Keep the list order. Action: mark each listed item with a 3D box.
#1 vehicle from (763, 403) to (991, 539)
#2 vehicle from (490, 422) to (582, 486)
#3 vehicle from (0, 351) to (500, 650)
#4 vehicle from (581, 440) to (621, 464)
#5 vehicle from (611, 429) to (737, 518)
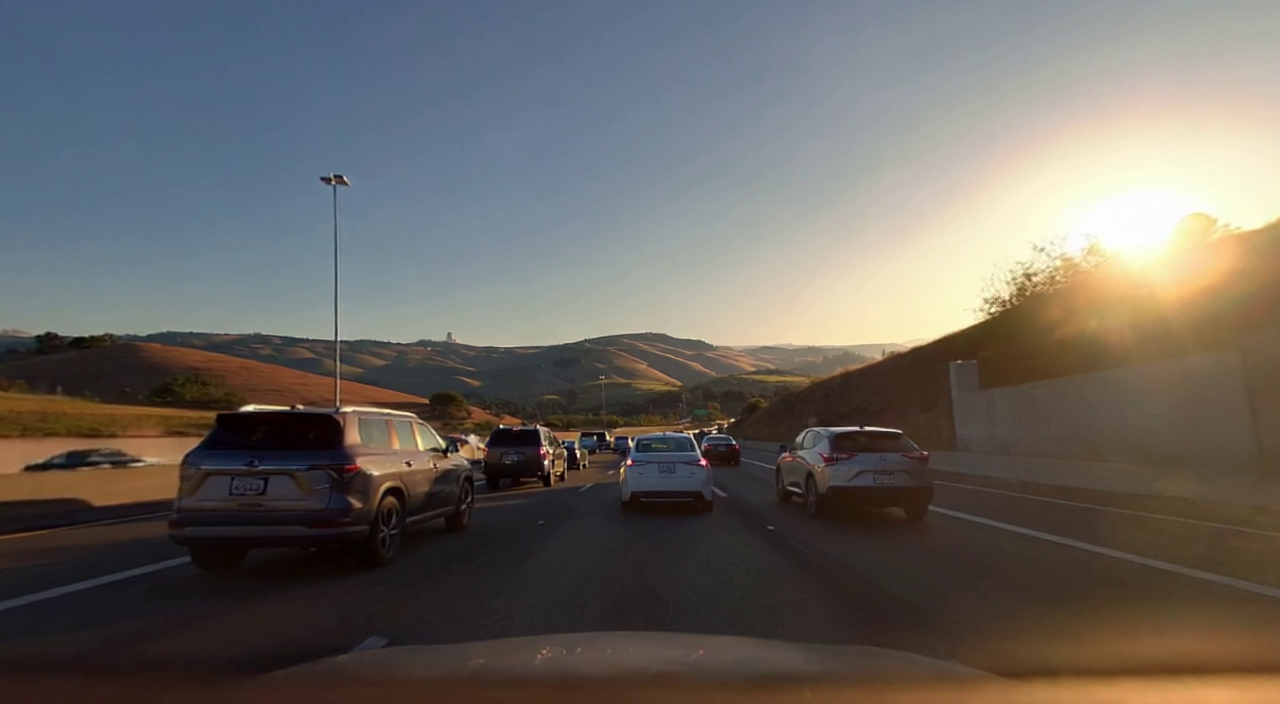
[{"bbox_3d":[3.544,1.887,10.567,2.046,1.765,4.534,0,-8,0],"label":"vehicle"},{"bbox_3d":[-3.216,3.284,20.567,1.997,1.806,5.002,0,-8,2],"label":"vehicle"},{"bbox_3d":[-3.326,1.321,6.783,2.301,1.902,5.374,0,-8,1],"label":"vehicle"},{"bbox_3d":[-2.328,6.114,38.767,1.973,1.378,3.677,-1,-8,4],"label":"vehicle"},{"bbox_3d":[0.590,2.363,12.814,2.105,1.471,4.349,0,-8,1],"label":"vehicle"}]
